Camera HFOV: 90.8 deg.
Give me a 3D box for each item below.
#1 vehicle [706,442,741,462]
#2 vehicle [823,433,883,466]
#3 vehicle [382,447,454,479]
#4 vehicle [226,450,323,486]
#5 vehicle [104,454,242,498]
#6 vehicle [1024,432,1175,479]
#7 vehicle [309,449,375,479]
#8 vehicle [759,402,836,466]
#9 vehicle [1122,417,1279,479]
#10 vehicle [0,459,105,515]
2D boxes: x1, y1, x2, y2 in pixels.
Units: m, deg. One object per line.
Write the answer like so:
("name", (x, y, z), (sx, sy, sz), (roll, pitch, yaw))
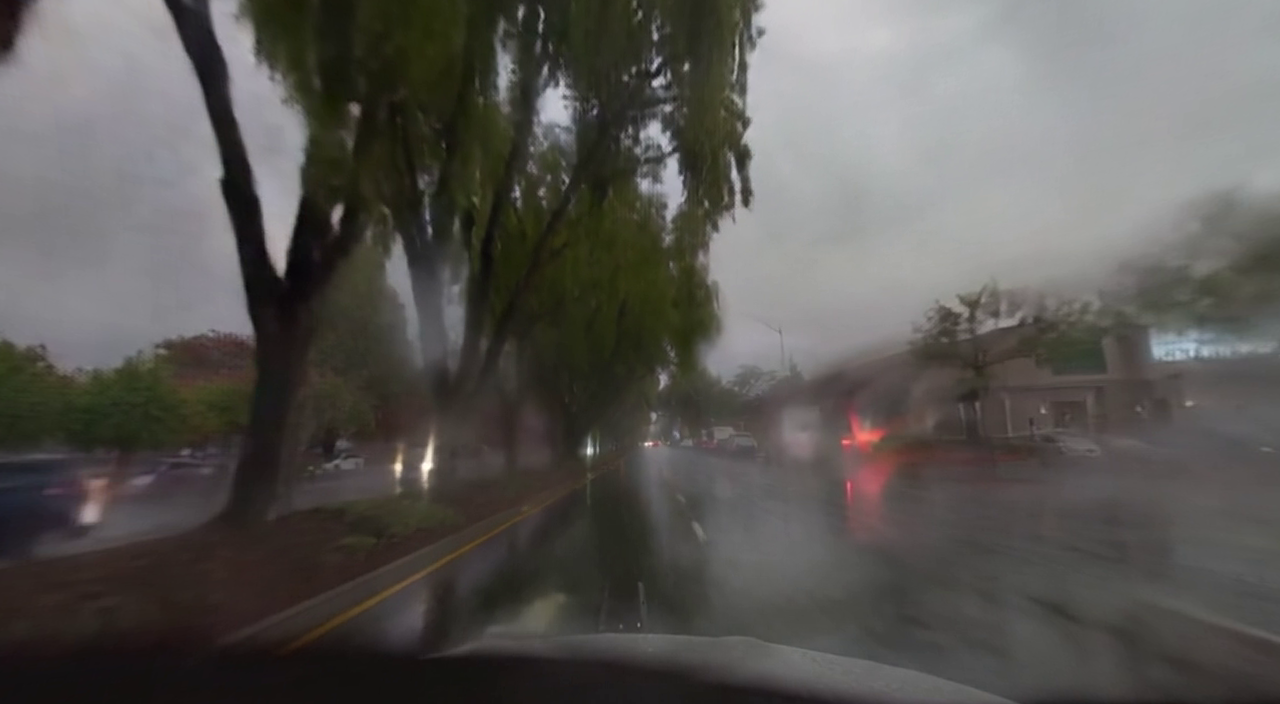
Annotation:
("vehicle", (6.246, 7.493, 47.542), (1.972, 1.417, 4.239), (0, -8, -1))
("vehicle", (14.244, 6.561, 42.690), (2.203, 2.052, 5.314), (-1, -8, 0))
("vehicle", (-10.914, 5.452, 31.419), (1.973, 1.442, 4.241), (-1, -8, 2))
("vehicle", (-17.987, 5.723, 31.397), (1.803, 1.476, 4.590), (-2, -8, 5))
("vehicle", (-18.624, 4.926, 25.516), (1.787, 1.482, 4.645), (-1, -8, 4))
("vehicle", (19.587, 4.421, 27.360), (1.979, 1.787, 5.366), (1, -8, -8))
("vehicle", (-17.513, 6.546, 37.318), (1.772, 1.480, 4.499), (-2, -8, -1))
("vehicle", (10.302, 5.580, 42.443), (2.879, 3.765, 8.904), (-1, -8, 1))
("vehicle", (18.084, 2.961, 19.553), (1.939, 1.680, 4.668), (2, -9, -15))
("vehicle", (-18.918, 3.985, 18.743), (1.890, 1.468, 4.727), (-1, -8, 1))
